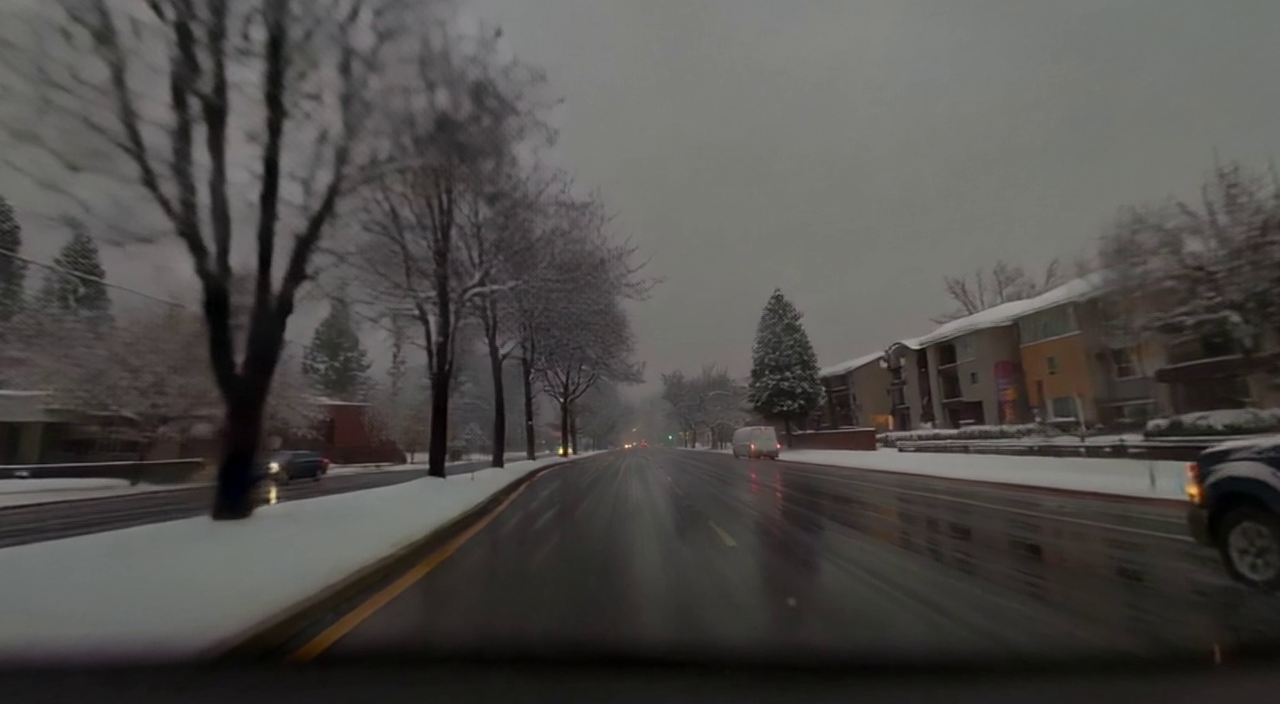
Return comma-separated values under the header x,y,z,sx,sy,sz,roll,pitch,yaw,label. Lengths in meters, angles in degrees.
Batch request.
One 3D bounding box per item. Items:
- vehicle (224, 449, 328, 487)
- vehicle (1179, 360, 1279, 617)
x,y,z,sx,sy,sz,roll,pitch,yaw,label
-19.513,6.222,34.306,2.146,1.848,5.680,-1,-9,2,vehicle
6.218,0.702,2.609,2.493,1.956,6.125,0,-9,-1,vehicle
